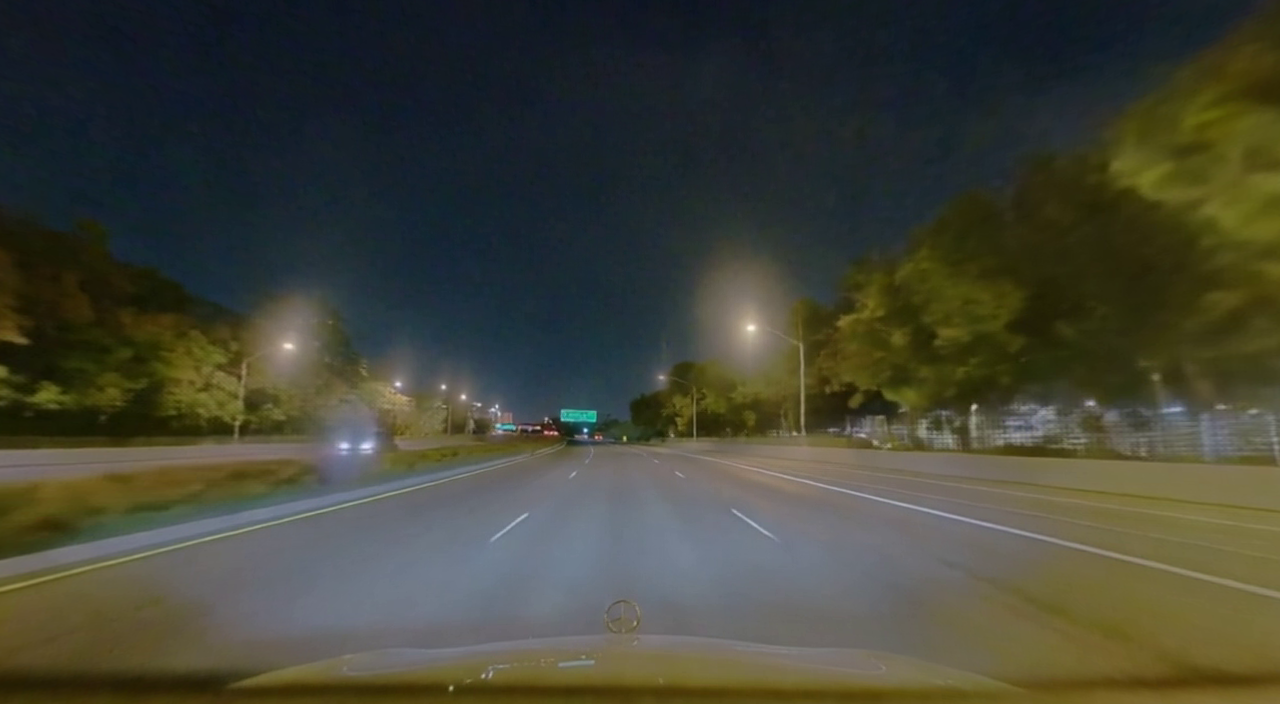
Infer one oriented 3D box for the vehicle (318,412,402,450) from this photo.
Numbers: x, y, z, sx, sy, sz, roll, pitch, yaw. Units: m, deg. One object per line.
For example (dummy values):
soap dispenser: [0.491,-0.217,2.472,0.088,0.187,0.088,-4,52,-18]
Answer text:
vehicle: [-13.674,3.923,31.090,2.059,1.745,4.882,0,-8,-2]
